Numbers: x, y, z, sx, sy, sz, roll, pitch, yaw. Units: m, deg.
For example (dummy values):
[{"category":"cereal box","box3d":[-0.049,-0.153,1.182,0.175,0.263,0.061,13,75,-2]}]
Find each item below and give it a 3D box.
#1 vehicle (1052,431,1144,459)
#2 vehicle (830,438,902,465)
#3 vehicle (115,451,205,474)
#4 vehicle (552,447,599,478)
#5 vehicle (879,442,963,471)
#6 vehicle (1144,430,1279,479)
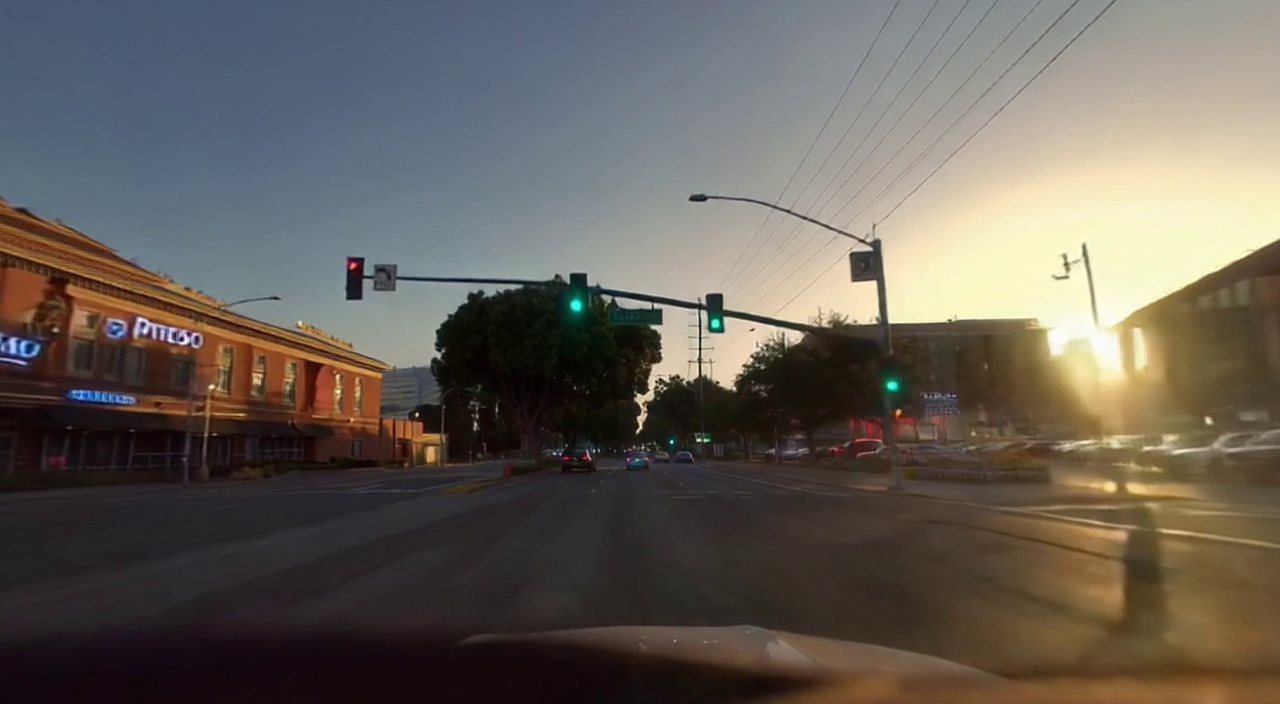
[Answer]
[{"category":"vehicle","box3d":[29.609,6.087,41.085,2.053,1.559,5.138,-2,-10,-1]},{"category":"vehicle","box3d":[16.535,7.262,46.207,5.004,1.893,2.228,5,-11,-33]},{"category":"vehicle","box3d":[-33.610,7.728,44.282,4.544,1.515,2.218,-1,-9,3]},{"category":"vehicle","box3d":[-3.466,6.044,34.900,2.035,1.564,4.702,0,-9,1]},{"category":"vehicle","box3d":[16.250,5.993,36.520,4.673,1.555,2.010,5,-10,-30]},{"category":"vehicle","box3d":[20.869,3.601,22.374,1.967,1.540,4.966,0,-9,1]}]
